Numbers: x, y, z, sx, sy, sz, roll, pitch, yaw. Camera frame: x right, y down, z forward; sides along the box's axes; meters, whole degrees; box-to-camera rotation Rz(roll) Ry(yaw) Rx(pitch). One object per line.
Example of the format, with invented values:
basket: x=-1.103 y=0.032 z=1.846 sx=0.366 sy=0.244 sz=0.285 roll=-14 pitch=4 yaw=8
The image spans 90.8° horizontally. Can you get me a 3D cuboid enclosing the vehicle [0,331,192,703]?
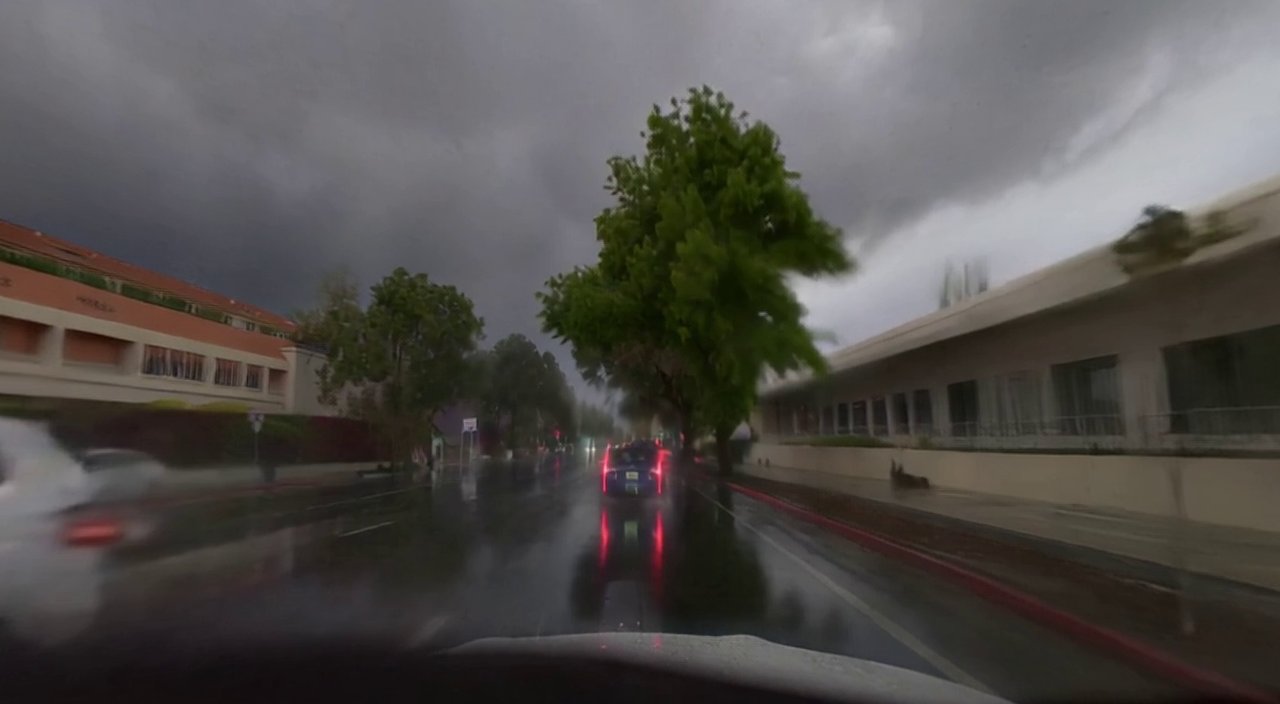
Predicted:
vehicle: x=-3.263 y=0.556 z=0.533 sx=2.294 sy=1.695 sz=4.792 roll=0 pitch=-8 yaw=-1

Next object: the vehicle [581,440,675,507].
vehicle: x=-0.303 y=3.062 z=16.454 sx=2.116 sy=1.479 sz=4.358 roll=0 pitch=-8 yaw=-1
